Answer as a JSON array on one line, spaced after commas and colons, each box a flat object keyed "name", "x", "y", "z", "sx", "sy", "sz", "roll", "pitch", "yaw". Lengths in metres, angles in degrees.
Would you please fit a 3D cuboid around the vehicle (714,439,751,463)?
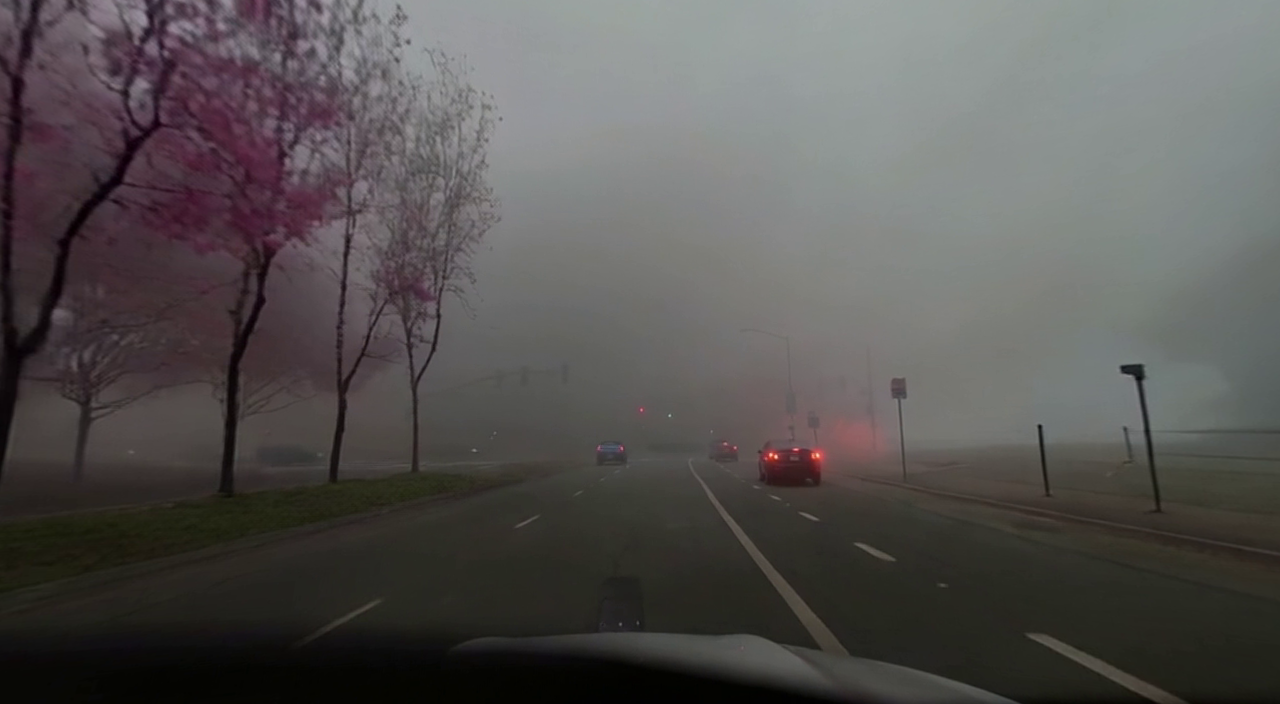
[{"name": "vehicle", "x": 6.194, "y": 6.684, "z": 42.753, "sx": 2.007, "sy": 1.466, "sz": 4.291, "roll": -1, "pitch": -8, "yaw": 2}]

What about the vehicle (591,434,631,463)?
[{"name": "vehicle", "x": -1.805, "y": 6.182, "z": 40.513, "sx": 1.995, "sy": 1.703, "sz": 4.367, "roll": -1, "pitch": -9, "yaw": 4}]
